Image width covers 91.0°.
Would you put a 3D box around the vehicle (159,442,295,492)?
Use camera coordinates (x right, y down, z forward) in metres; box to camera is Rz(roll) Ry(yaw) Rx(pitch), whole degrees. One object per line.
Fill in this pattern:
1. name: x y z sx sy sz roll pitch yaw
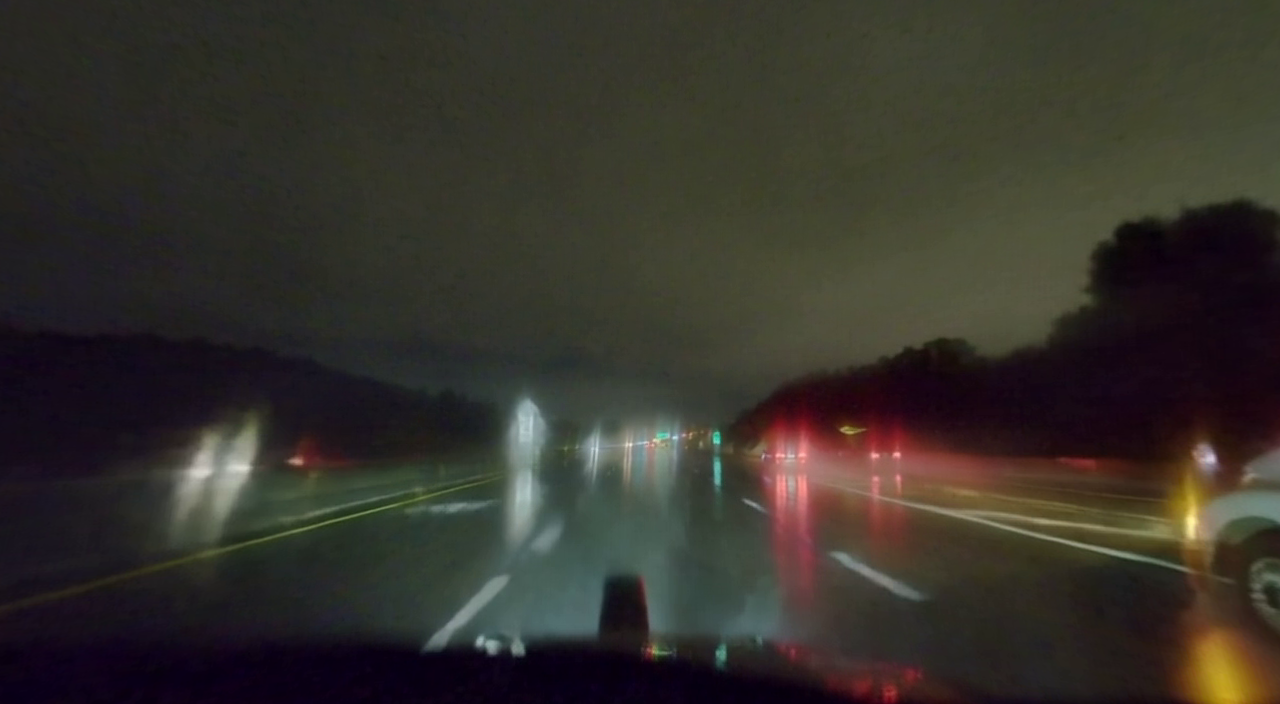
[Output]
1. vehicle: -15.476 4.300 23.959 2.024 1.680 4.573 0 -8 0
